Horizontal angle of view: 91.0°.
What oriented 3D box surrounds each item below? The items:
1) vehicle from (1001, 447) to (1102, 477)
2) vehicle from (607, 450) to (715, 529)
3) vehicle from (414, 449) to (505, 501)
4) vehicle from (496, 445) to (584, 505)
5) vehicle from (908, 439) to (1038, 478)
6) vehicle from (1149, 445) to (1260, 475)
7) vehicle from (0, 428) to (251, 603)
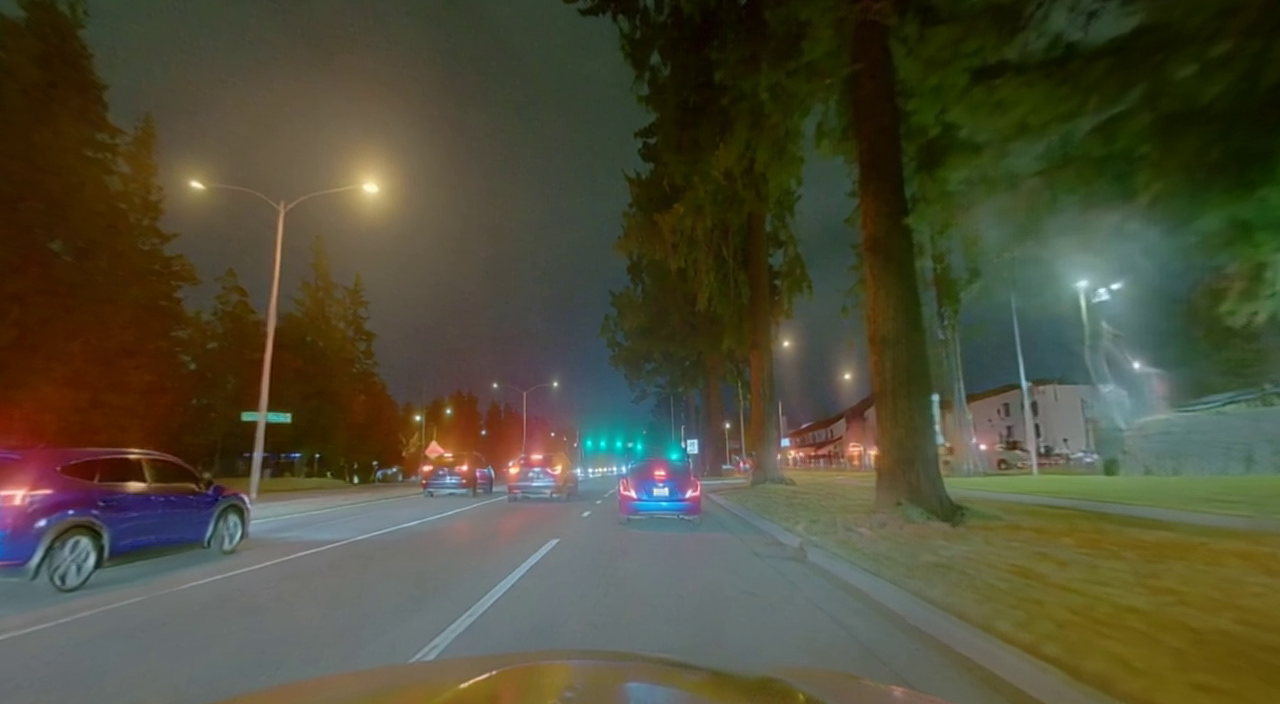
[{"bbox_3d":[22.458,6.012,34.436,4.220,1.550,1.935,-9,-13,43],"label":"vehicle"},{"bbox_3d":[0.449,2.982,14.286,2.091,1.494,3.962,0,-9,1],"label":"vehicle"},{"bbox_3d":[-6.748,4.601,24.062,2.032,1.767,4.549,0,-9,1],"label":"vehicle"},{"bbox_3d":[-3.164,3.992,20.999,2.055,1.725,4.732,0,-9,1],"label":"vehicle"},{"bbox_3d":[18.220,5.808,34.672,5.852,1.962,2.323,-8,-12,41],"label":"vehicle"},{"bbox_3d":[30.519,5.798,34.141,1.757,1.496,4.200,7,-11,-42],"label":"vehicle"},{"bbox_3d":[-7.084,1.800,7.595,1.968,1.657,4.230,0,-9,1],"label":"vehicle"}]
